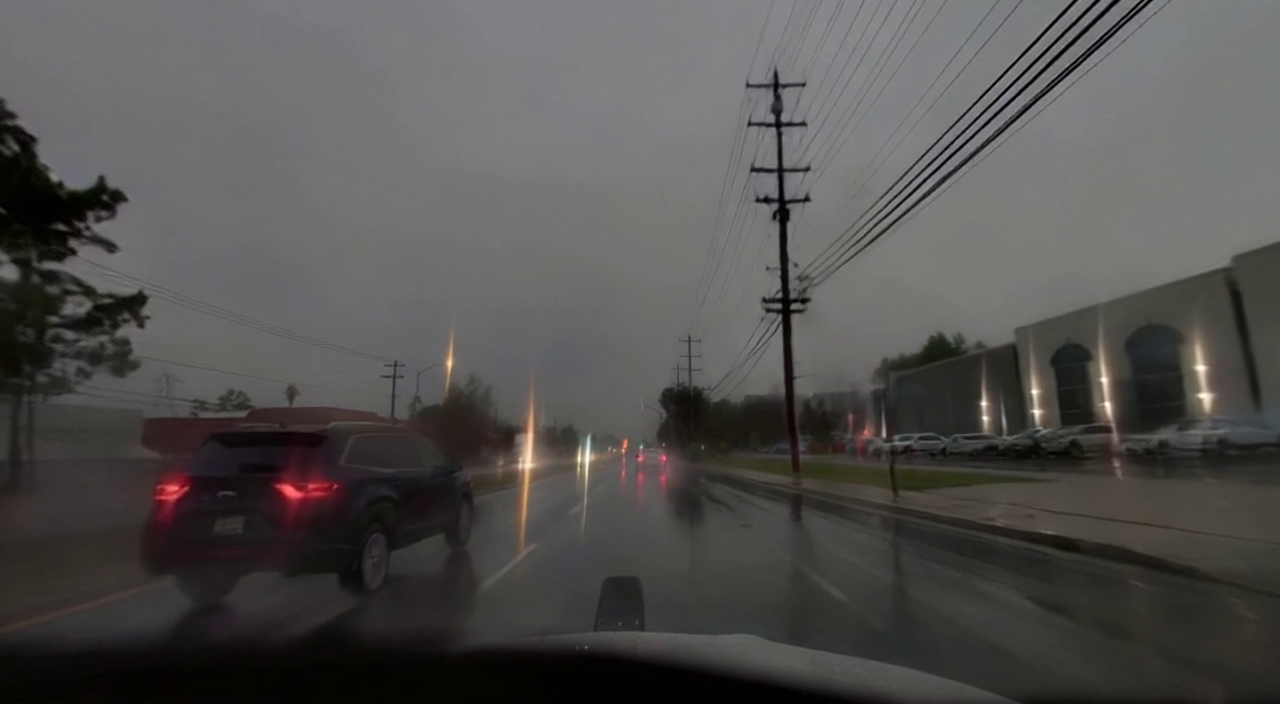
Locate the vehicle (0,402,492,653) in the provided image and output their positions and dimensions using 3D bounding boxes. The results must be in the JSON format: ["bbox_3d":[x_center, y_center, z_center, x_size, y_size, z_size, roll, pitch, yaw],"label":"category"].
[{"bbox_3d":[-3.254,1.546,6.684,2.169,1.679,4.723,0,-9,1],"label":"vehicle"}]

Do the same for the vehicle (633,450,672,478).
[{"bbox_3d":[0.680,6.481,36.626,2.114,1.492,4.453,0,-9,-1],"label":"vehicle"}]
